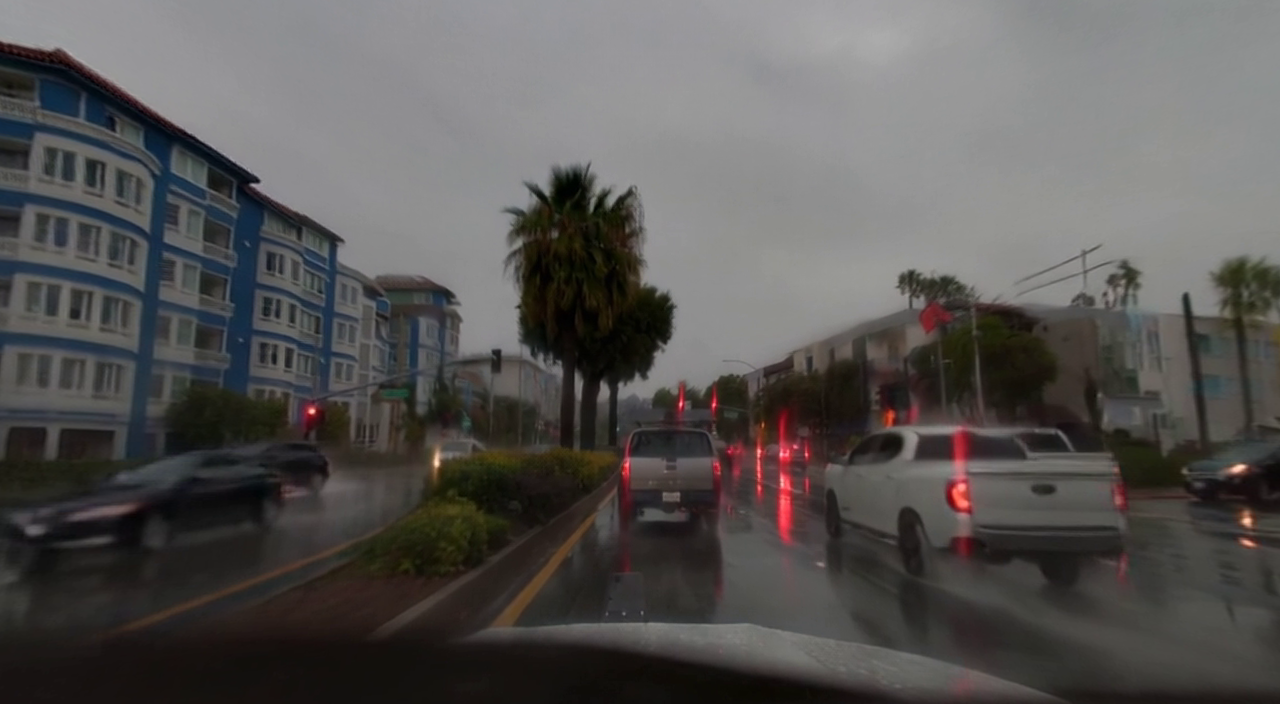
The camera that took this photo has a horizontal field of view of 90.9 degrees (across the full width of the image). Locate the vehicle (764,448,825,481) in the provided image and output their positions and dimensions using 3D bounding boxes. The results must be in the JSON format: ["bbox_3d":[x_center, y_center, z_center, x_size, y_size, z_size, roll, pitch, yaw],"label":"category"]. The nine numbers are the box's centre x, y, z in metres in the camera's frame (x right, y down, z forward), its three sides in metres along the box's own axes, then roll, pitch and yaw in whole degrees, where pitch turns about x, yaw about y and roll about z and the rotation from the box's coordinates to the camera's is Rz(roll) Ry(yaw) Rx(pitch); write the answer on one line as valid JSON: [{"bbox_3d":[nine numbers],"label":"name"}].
[{"bbox_3d":[7.652,5.587,31.677,1.958,1.523,4.553,0,-9,1],"label":"vehicle"}]

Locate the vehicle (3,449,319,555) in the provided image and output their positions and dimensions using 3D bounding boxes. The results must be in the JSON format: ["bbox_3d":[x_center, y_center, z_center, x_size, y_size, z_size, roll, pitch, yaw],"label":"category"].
[{"bbox_3d":[-8.187,2.555,11.545,2.061,1.496,4.600,-1,-9,2],"label":"vehicle"}]

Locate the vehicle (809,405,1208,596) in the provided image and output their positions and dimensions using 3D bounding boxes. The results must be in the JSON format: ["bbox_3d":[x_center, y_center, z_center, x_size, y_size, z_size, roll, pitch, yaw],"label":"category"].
[{"bbox_3d":[4.051,1.730,8.311,2.283,1.738,4.916,0,-9,0],"label":"vehicle"}]

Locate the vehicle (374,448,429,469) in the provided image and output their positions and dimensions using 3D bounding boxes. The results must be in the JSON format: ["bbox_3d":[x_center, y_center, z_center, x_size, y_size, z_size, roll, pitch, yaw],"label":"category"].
[{"bbox_3d":[-18.074,8.051,48.013,2.070,1.499,4.851,-1,-9,3],"label":"vehicle"}]

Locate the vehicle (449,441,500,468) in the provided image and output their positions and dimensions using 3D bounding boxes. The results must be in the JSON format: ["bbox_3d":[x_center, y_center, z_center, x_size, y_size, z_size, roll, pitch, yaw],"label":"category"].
[{"bbox_3d":[-11.238,7.013,43.211,2.134,1.699,4.342,-1,-9,2],"label":"vehicle"}]

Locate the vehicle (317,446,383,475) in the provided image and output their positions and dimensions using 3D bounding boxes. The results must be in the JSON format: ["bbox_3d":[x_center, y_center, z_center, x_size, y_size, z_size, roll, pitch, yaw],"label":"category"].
[{"bbox_3d":[-18.404,6.897,40.287,1.972,1.694,4.466,0,-9,1],"label":"vehicle"}]

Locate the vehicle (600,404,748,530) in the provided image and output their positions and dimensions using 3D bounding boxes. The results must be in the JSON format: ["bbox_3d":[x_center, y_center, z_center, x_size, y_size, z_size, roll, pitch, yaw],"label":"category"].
[{"bbox_3d":[0.614,2.352,13.463,2.487,2.115,5.444,0,-9,1],"label":"vehicle"}]

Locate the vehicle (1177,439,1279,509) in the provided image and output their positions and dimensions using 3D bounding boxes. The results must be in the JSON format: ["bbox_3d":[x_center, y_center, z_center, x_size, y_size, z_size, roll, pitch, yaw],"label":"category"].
[{"bbox_3d":[15.402,2.938,15.650,1.930,1.522,4.528,-4,-9,25],"label":"vehicle"}]
